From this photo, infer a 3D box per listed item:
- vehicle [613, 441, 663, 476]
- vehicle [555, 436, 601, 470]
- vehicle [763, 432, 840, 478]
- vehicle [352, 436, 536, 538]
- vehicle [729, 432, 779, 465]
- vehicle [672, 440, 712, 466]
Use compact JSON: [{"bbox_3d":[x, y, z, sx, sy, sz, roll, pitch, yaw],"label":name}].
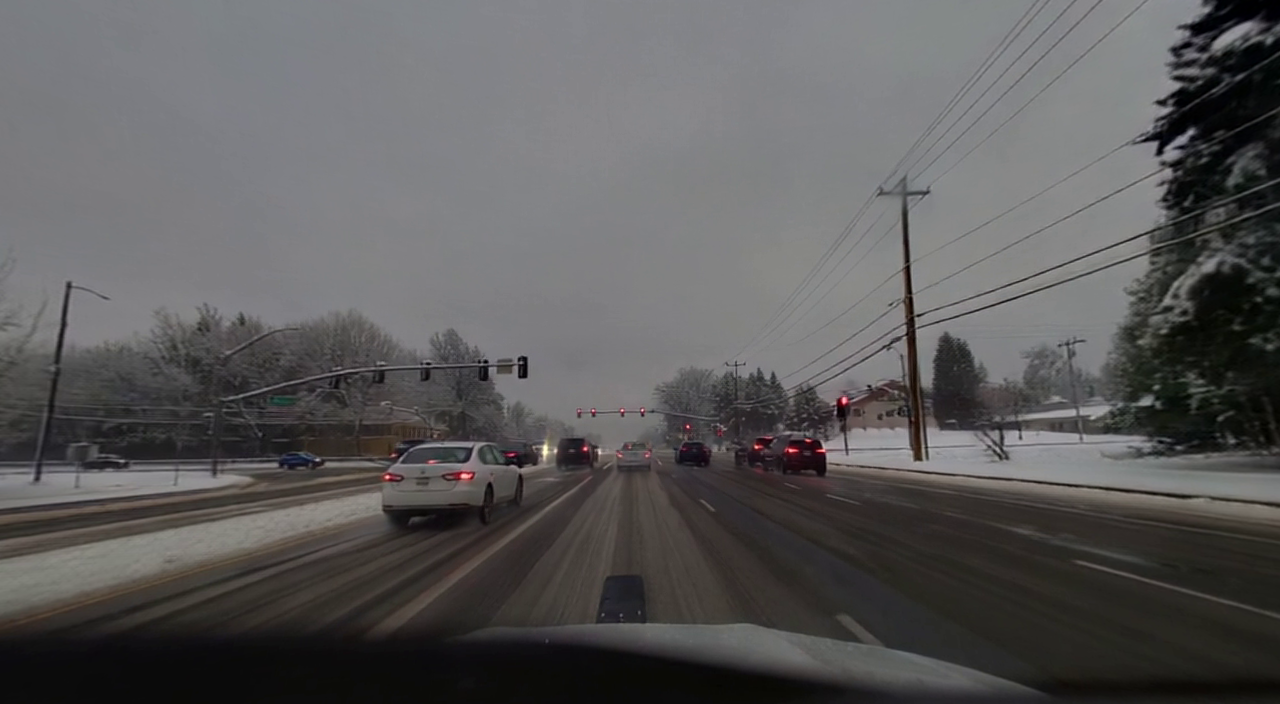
[{"bbox_3d":[-0.082,4.749,28.392,2.098,1.431,3.958,0,-8,0],"label":"vehicle"},{"bbox_3d":[-3.366,5.566,34.938,2.033,1.714,4.278,0,-8,1],"label":"vehicle"},{"bbox_3d":[6.496,4.208,25.919,1.945,1.706,4.190,0,-8,-2],"label":"vehicle"},{"bbox_3d":[-3.216,2.290,11.387,1.837,1.463,4.311,0,-8,1],"label":"vehicle"},{"bbox_3d":[7.302,6.248,41.011,2.156,1.982,5.358,0,-8,-1],"label":"vehicle"},{"bbox_3d":[3.166,6.278,39.595,1.987,1.515,4.521,0,-8,-2],"label":"vehicle"}]
